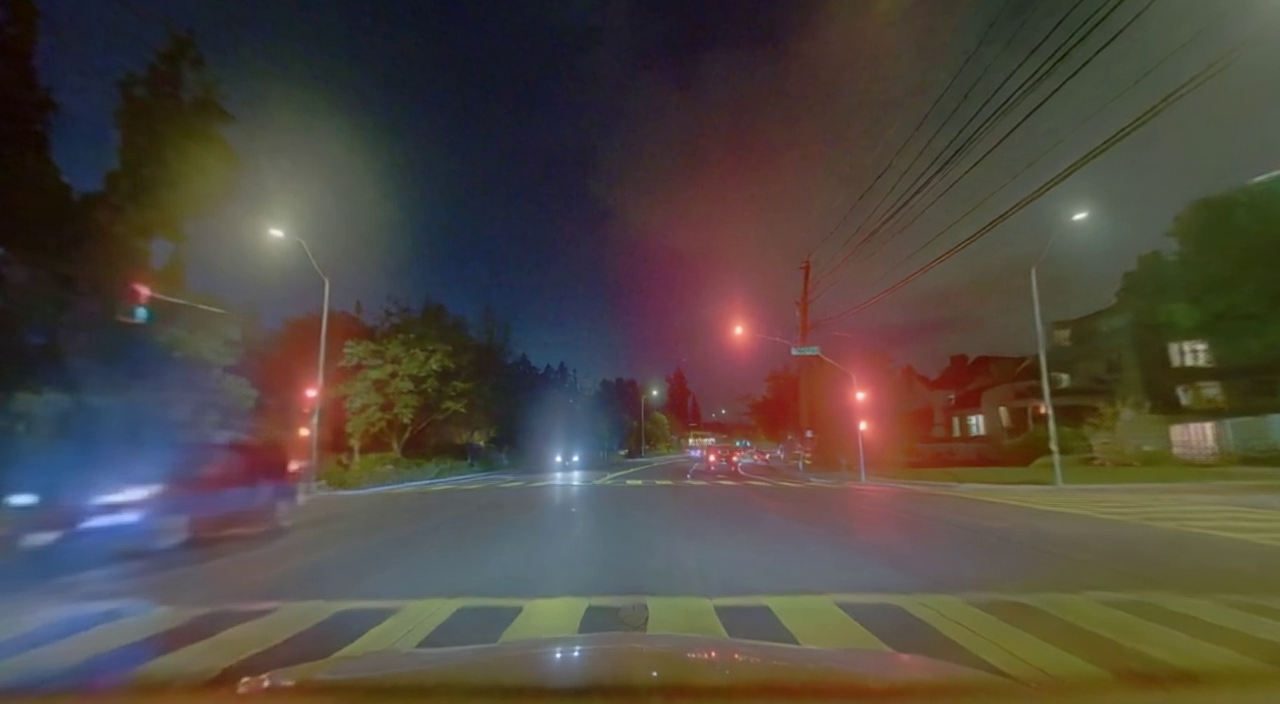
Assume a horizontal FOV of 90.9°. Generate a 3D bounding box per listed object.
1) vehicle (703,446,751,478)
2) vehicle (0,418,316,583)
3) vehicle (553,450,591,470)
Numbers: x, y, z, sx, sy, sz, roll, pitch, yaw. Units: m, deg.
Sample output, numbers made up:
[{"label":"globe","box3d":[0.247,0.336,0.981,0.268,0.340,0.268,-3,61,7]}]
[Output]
[{"label":"vehicle","box3d":[4.382,5.588,32.272,1.951,1.479,4.487,0,-8,2]},{"label":"vehicle","box3d":[-6.823,1.910,8.987,1.959,1.741,4.393,0,-8,1]},{"label":"vehicle","box3d":[-5.176,8.242,48.315,1.985,1.463,4.294,-1,-8,7]}]
